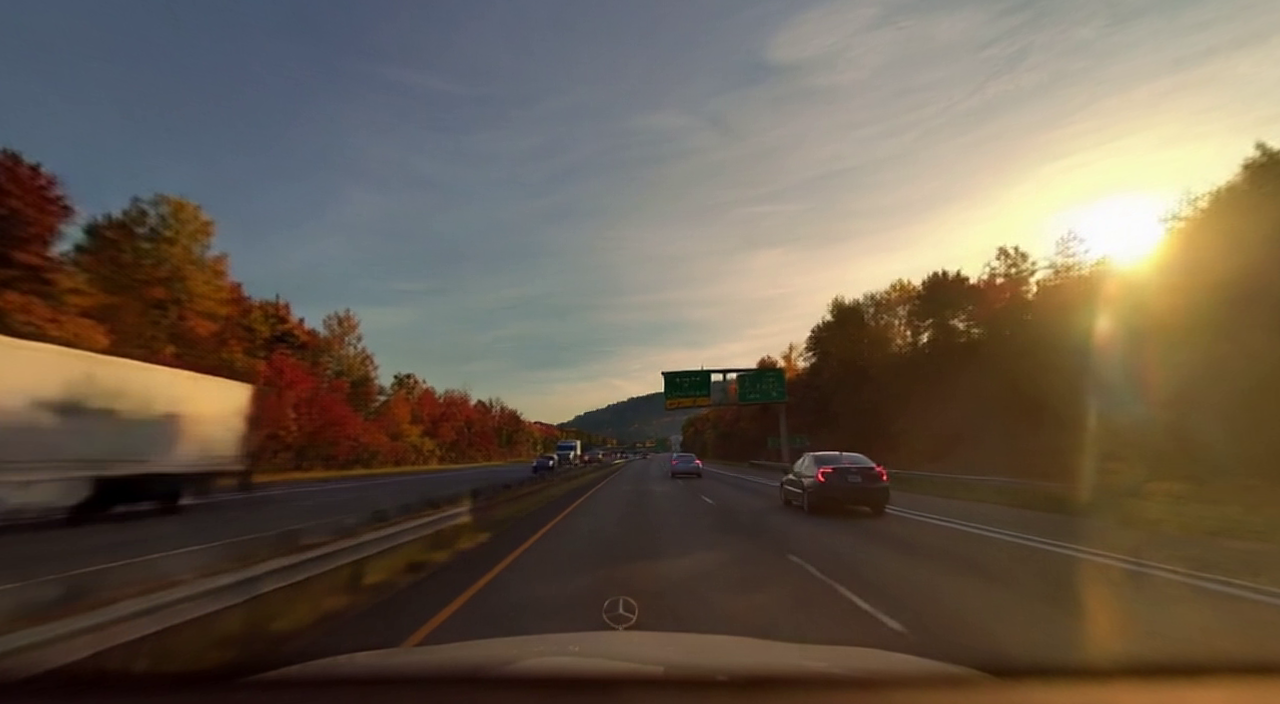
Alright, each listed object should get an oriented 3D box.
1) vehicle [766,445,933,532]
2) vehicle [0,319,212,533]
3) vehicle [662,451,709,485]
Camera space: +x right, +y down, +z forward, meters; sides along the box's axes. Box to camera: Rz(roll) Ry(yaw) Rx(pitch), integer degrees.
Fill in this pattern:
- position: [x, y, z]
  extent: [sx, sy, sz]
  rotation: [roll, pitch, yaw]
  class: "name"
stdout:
- position: [4.256, 2.821, 13.568]
  extent: [2.119, 1.557, 4.163]
  rotation: [0, -9, -1]
  class: "vehicle"
- position: [-13.669, 1.218, 10.625]
  extent: [2.907, 4.035, 14.018]
  rotation: [0, -9, 0]
  class: "vehicle"
- position: [2.221, 5.823, 31.765]
  extent: [2.070, 1.546, 4.648]
  rotation: [0, -9, 1]
  class: "vehicle"
